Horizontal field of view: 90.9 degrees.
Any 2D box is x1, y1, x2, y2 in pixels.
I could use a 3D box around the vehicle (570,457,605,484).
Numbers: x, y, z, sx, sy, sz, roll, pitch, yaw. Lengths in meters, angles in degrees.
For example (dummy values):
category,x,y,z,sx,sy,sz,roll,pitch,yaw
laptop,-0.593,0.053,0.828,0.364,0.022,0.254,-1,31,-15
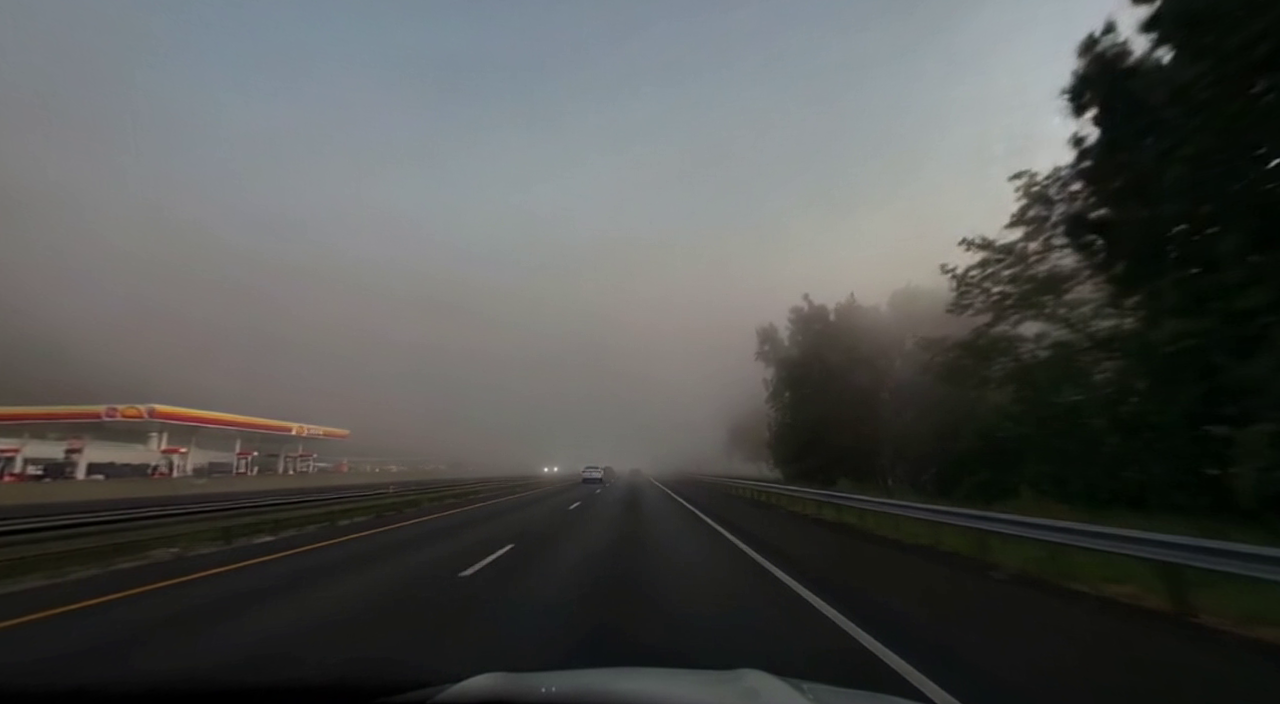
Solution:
category,x,y,z,sx,sy,sz,roll,pitch,yaw
vehicle,-3.964,9.052,48.071,2.166,1.871,4.536,1,-10,1
